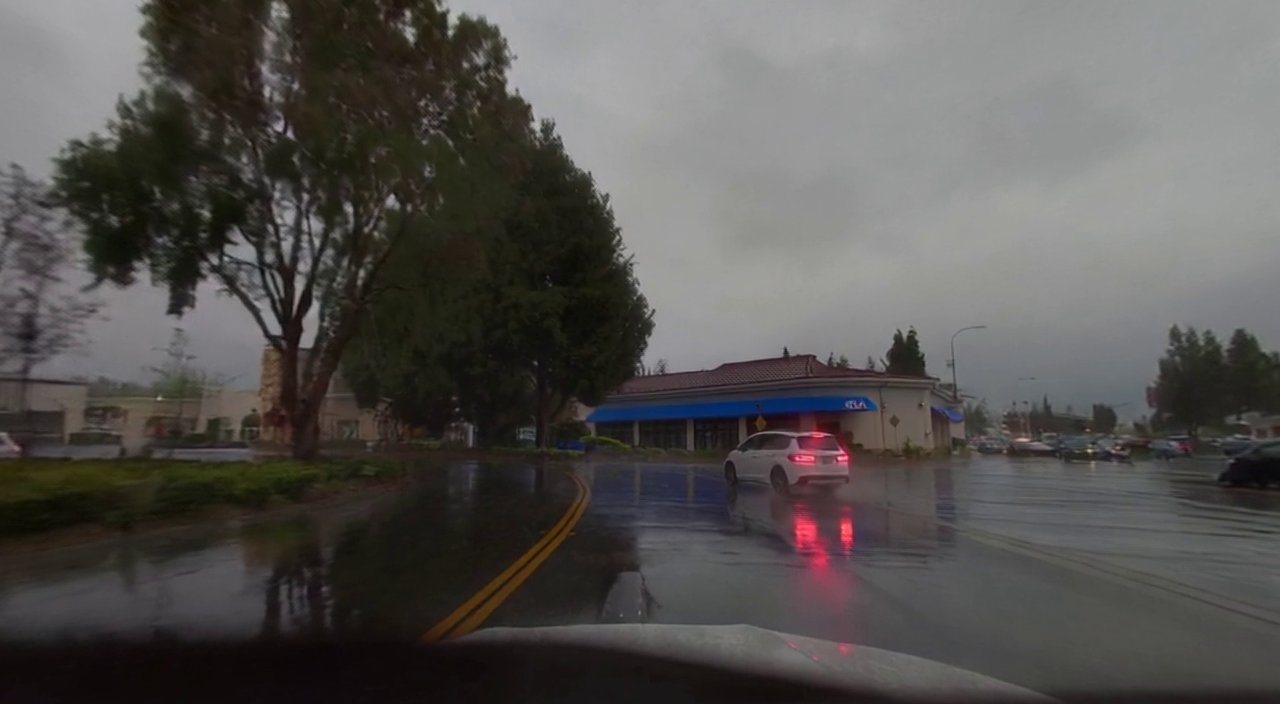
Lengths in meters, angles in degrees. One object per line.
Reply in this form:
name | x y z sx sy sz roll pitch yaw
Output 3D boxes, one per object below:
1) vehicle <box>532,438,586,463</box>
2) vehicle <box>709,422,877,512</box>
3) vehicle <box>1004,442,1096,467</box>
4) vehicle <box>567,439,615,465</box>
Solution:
vehicle | -6.312 7.573 48.778 2.278 1.805 4.950 5 -10 -31
vehicle | 3.352 2.675 15.227 2.292 1.767 5.128 1 -9 -6
vehicle | 27.710 6.935 42.804 1.815 1.574 4.800 8 -12 -44
vehicle | -3.438 6.894 43.622 2.007 1.639 4.444 4 -9 -23
